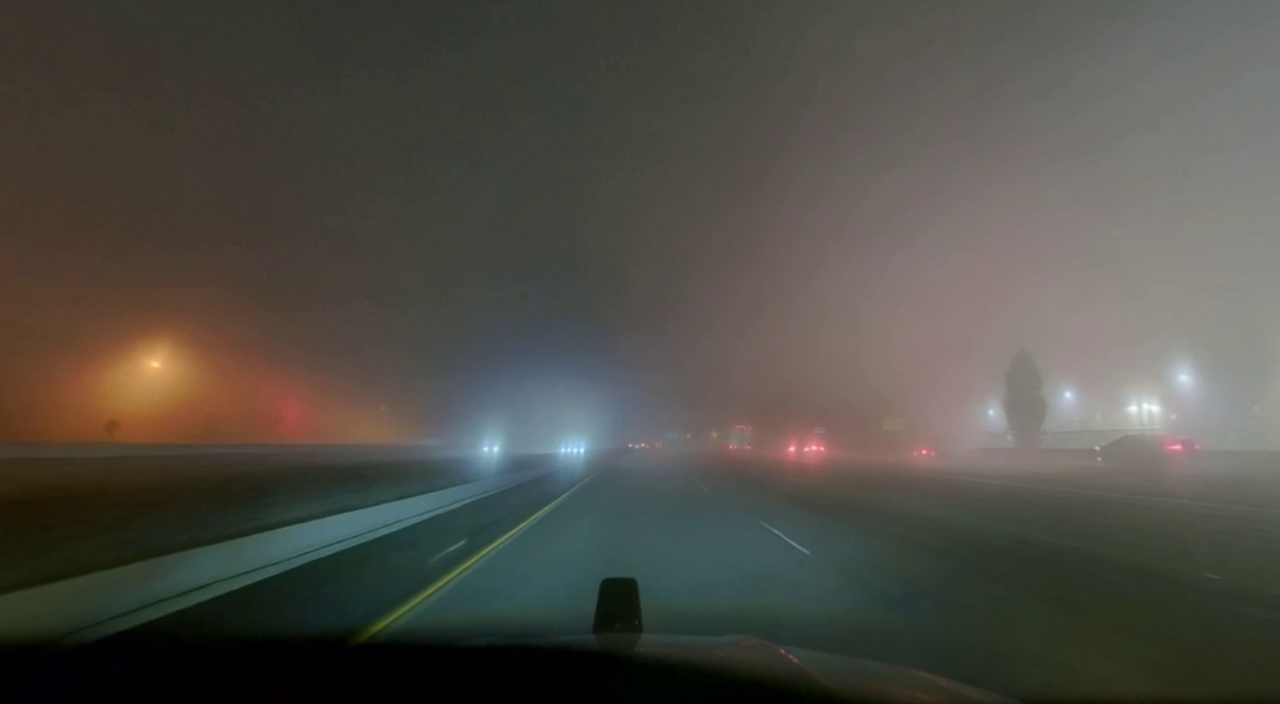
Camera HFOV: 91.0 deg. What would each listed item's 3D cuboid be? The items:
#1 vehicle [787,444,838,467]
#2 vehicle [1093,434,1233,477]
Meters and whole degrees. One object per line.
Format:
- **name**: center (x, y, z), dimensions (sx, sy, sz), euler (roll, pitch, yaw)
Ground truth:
- **vehicle**: center (11.389, 6.840, 41.835), dimensions (2.017, 1.478, 4.364), euler (0, -8, -3)
- **vehicle**: center (24.848, 4.925, 30.213), dimensions (2.074, 1.881, 5.056), euler (1, -8, -5)
